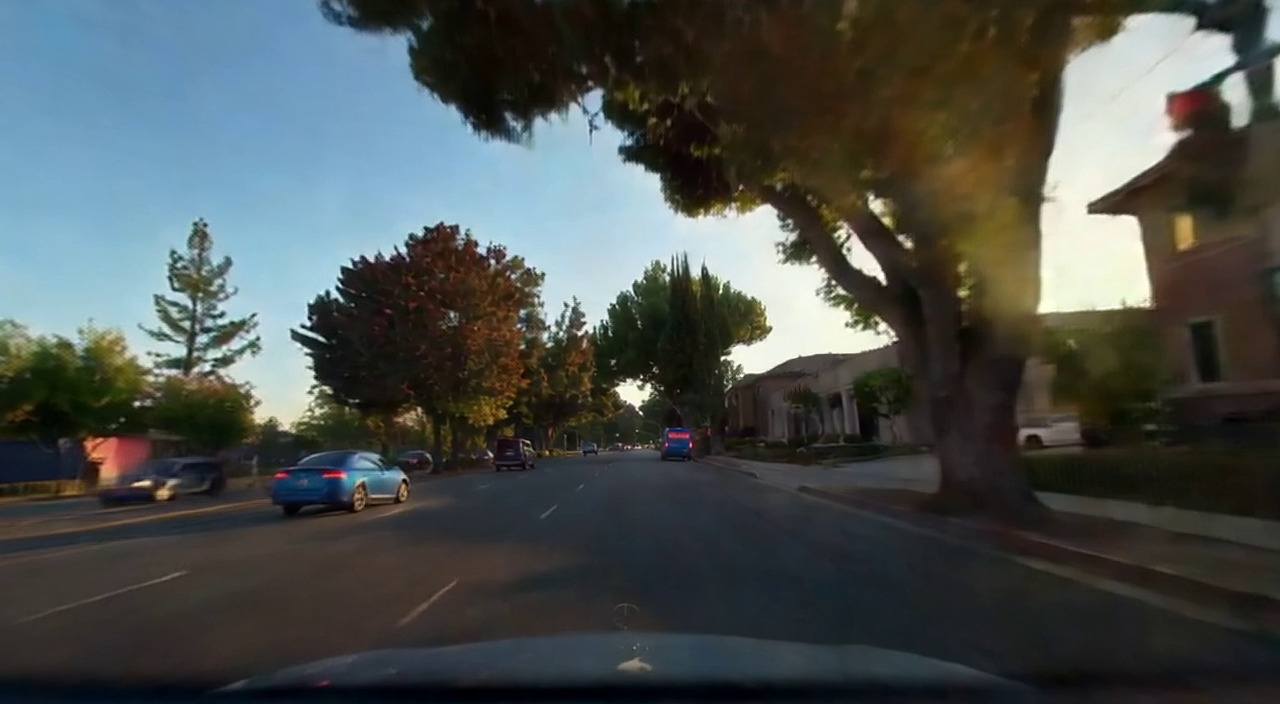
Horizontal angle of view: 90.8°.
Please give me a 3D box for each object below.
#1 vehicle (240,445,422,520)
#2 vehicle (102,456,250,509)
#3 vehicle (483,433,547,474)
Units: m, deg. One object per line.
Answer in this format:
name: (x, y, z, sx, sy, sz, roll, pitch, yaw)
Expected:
vehicle: (-6.900, 2.933, 14.780, 1.970, 1.456, 4.441, 0, -9, 1)
vehicle: (-15.183, 4.249, 20.993, 1.854, 1.497, 3.998, 0, -9, 0)
vehicle: (-6.819, 5.636, 35.261, 2.332, 2.039, 5.678, 0, -9, 1)
